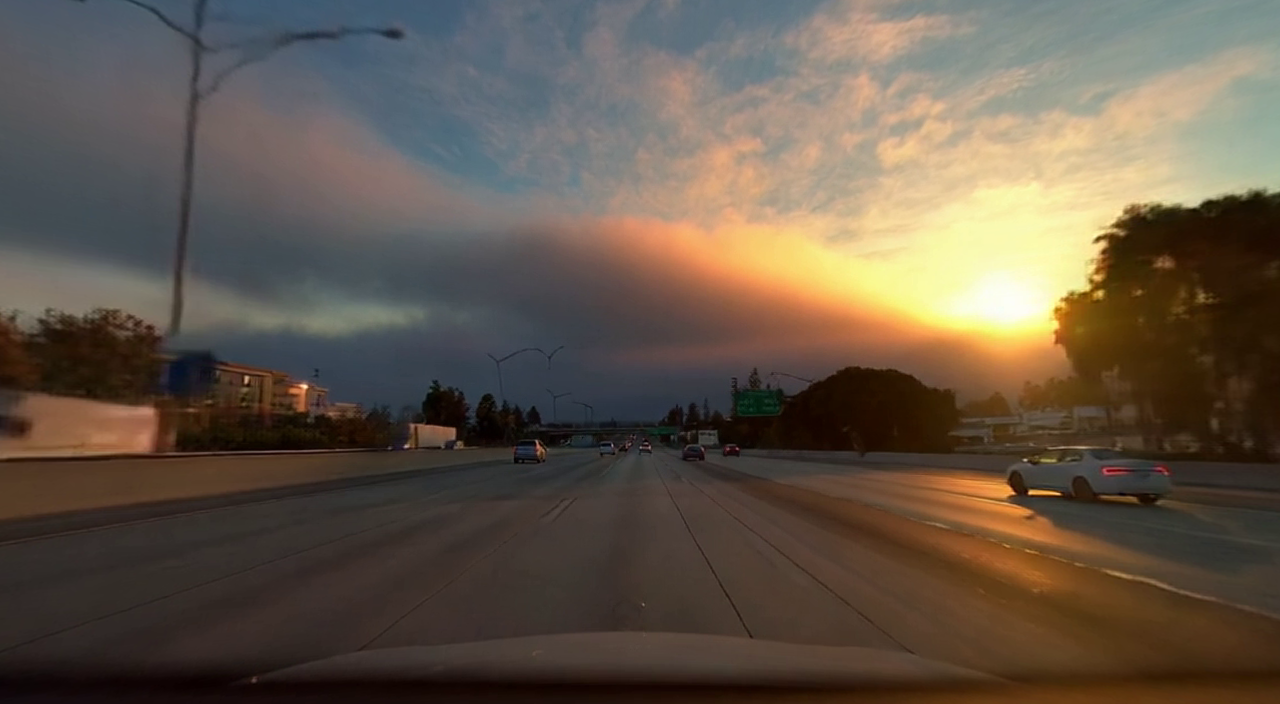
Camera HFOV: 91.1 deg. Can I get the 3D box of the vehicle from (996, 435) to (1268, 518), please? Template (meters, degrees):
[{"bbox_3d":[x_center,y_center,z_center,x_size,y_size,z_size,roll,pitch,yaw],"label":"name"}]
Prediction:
[{"bbox_3d":[10.185,2.583,13.669,1.979,1.467,4.839,0,-9,0],"label":"vehicle"}]

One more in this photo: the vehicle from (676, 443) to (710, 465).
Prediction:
[{"bbox_3d":[3.593,6.987,43.025,1.950,1.453,3.378,0,-9,-1],"label":"vehicle"}]

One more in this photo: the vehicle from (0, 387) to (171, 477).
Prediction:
[{"bbox_3d":[-25.118,3.453,26.500,3.221,3.300,9.553,0,-9,0],"label":"vehicle"}]

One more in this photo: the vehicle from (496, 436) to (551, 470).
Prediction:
[{"bbox_3d":[-6.368,5.574,34.806,2.091,1.746,4.437,0,-9,1],"label":"vehicle"}]
